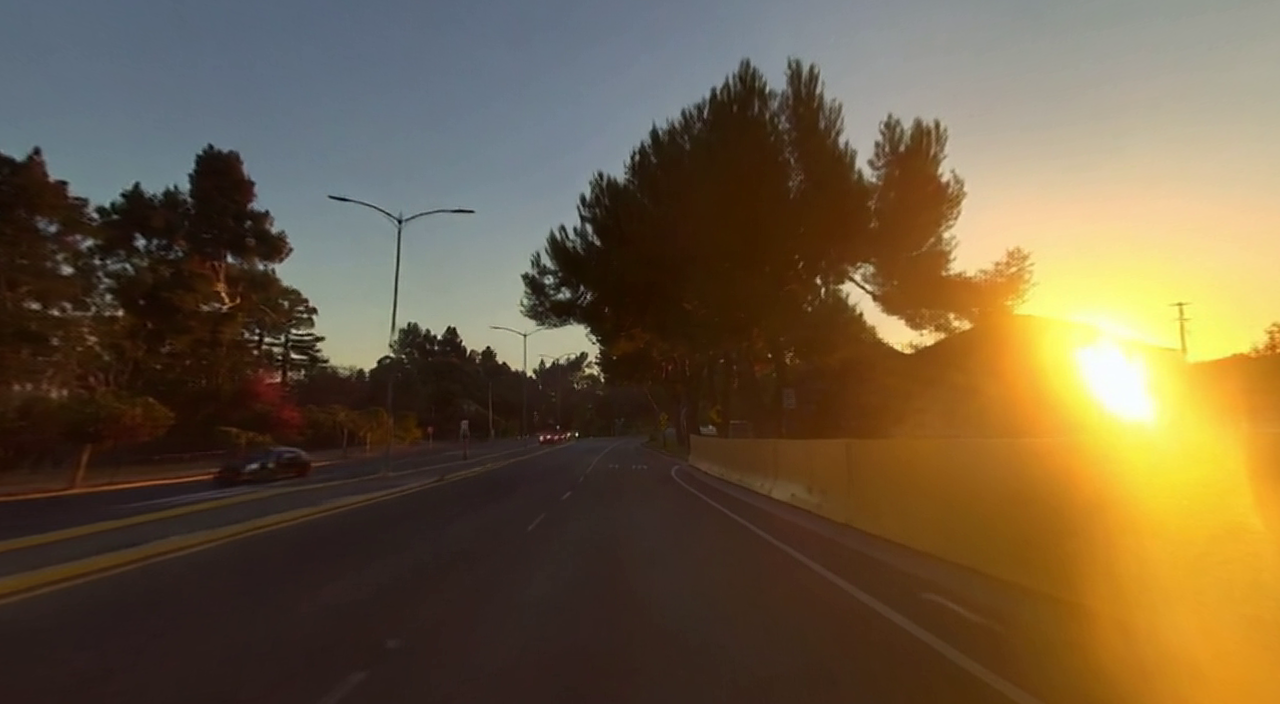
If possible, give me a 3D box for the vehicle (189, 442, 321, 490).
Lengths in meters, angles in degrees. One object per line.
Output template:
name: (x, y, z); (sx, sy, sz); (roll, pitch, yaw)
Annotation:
vehicle: (-13.942, 4.141, 23.278); (1.969, 1.563, 4.648); (0, -9, -1)
